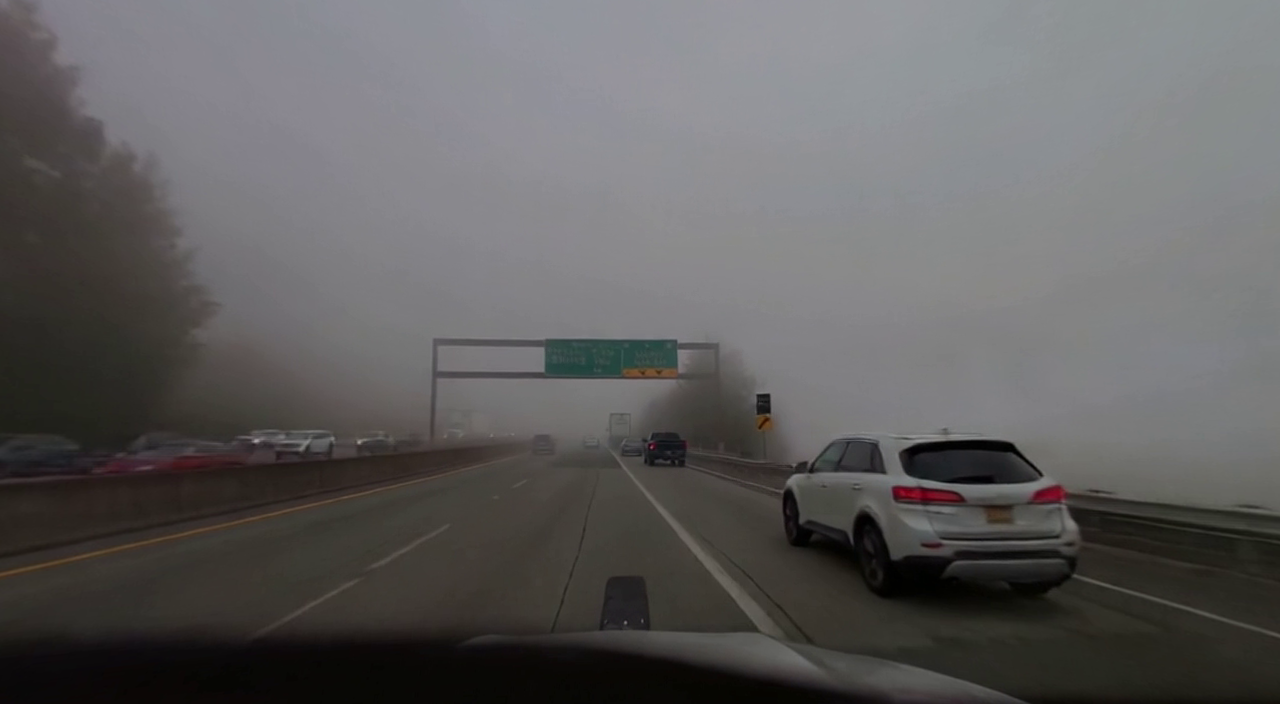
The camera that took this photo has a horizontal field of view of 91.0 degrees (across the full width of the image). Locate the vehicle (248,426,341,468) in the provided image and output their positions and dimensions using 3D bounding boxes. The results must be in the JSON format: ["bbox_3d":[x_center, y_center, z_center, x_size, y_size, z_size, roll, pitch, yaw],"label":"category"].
[{"bbox_3d":[-12.622,3.481,23.222,1.610,1.420,3.445,0,-8,-3],"label":"vehicle"}]

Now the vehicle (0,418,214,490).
[{"bbox_3d":[-12.116,2.343,14.671,1.727,1.433,3.940,0,-8,-4],"label":"vehicle"}]

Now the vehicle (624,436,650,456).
[{"bbox_3d":[-0.267,7.103,47.638,1.844,1.462,3.736,0,-8,-2],"label":"vehicle"}]

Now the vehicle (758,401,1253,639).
[{"bbox_3d":[2.790,1.385,6.315,2.127,1.497,4.445,0,-8,-3],"label":"vehicle"}]

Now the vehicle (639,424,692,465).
[{"bbox_3d":[1.220,4.836,32.915,2.207,1.937,5.610,0,-8,-4],"label":"vehicle"}]

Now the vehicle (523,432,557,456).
[{"bbox_3d":[-7.494,6.963,47.544,2.058,1.689,4.315,0,-8,-3],"label":"vehicle"}]

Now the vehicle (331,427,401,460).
[{"bbox_3d":[-12.722,4.277,29.459,1.853,1.406,3.495,1,-8,-4],"label":"vehicle"}]
